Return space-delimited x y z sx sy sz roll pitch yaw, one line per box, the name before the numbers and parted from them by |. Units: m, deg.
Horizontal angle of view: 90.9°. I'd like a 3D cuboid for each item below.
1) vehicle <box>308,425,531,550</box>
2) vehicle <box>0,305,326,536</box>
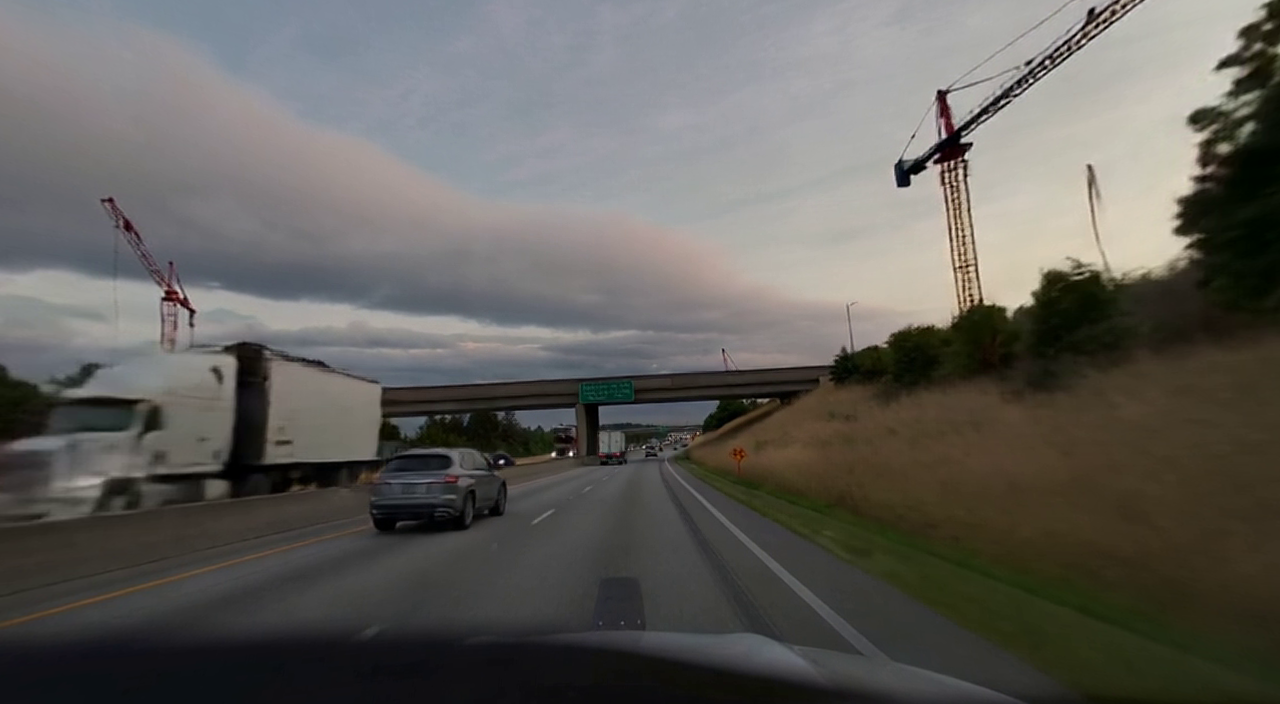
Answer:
vehicle | -3.285 2.118 10.435 2.194 1.648 3.984 0 -9 1
vehicle | -10.045 1.592 13.776 3.012 3.952 5.836 -1 -9 2
